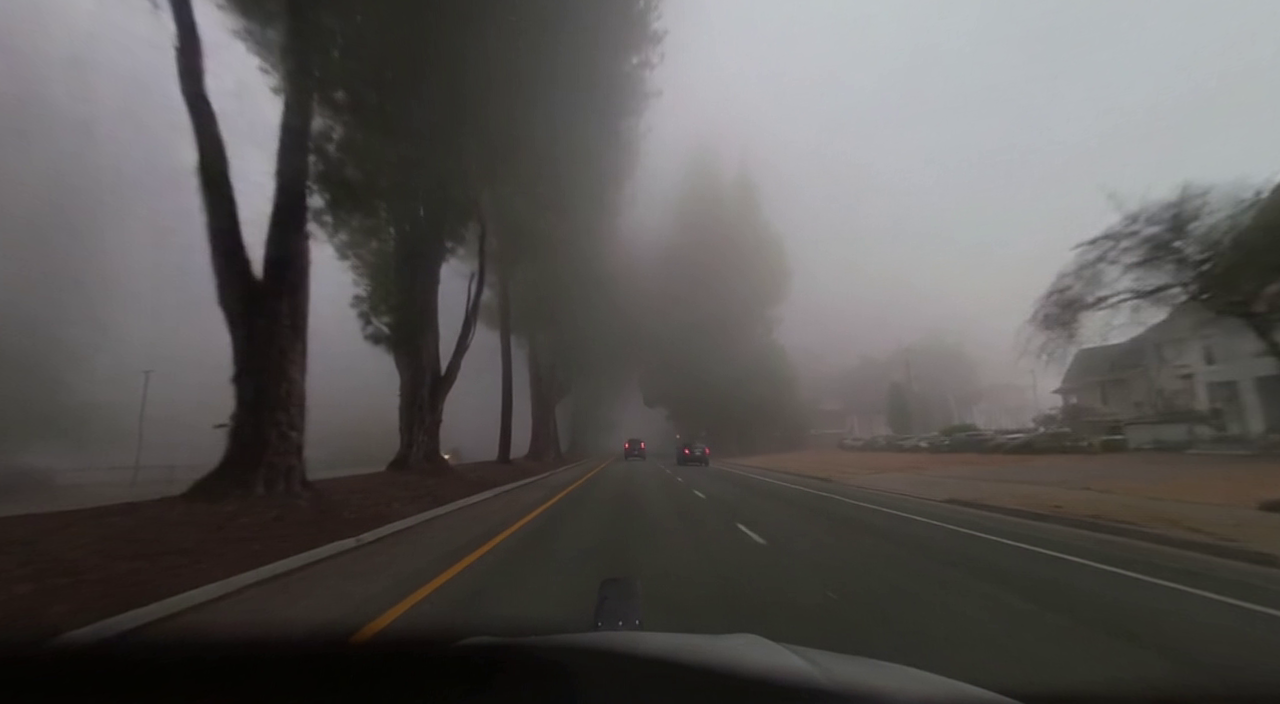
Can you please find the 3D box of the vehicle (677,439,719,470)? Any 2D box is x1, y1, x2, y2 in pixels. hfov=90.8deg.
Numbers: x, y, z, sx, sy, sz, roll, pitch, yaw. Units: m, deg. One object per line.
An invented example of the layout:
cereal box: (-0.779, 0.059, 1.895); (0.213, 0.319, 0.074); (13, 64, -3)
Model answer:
vehicle: (3.226, 5.797, 35.937); (1.888, 1.640, 4.044); (0, -8, -2)
